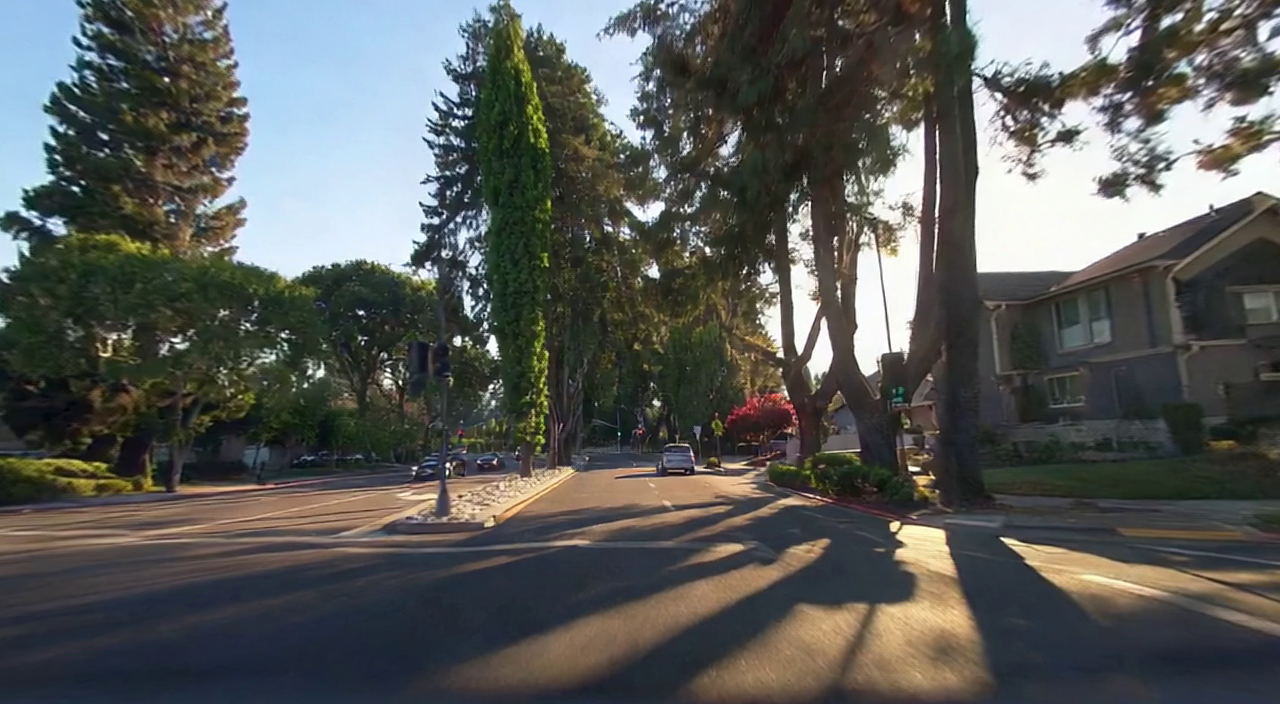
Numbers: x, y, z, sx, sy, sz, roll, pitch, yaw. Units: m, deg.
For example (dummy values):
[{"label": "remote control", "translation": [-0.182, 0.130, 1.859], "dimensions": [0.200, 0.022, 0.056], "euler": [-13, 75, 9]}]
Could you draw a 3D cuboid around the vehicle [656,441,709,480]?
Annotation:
[{"label": "vehicle", "translation": [1.933, 5.137, 30.198], "dimensions": [1.990, 1.707, 4.225], "euler": [0, -9, -3]}]

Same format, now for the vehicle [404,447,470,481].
[{"label": "vehicle", "translation": [-9.520, 5.264, 29.975], "dimensions": [1.886, 1.485, 3.913], "euler": [0, -9, -2]}]
